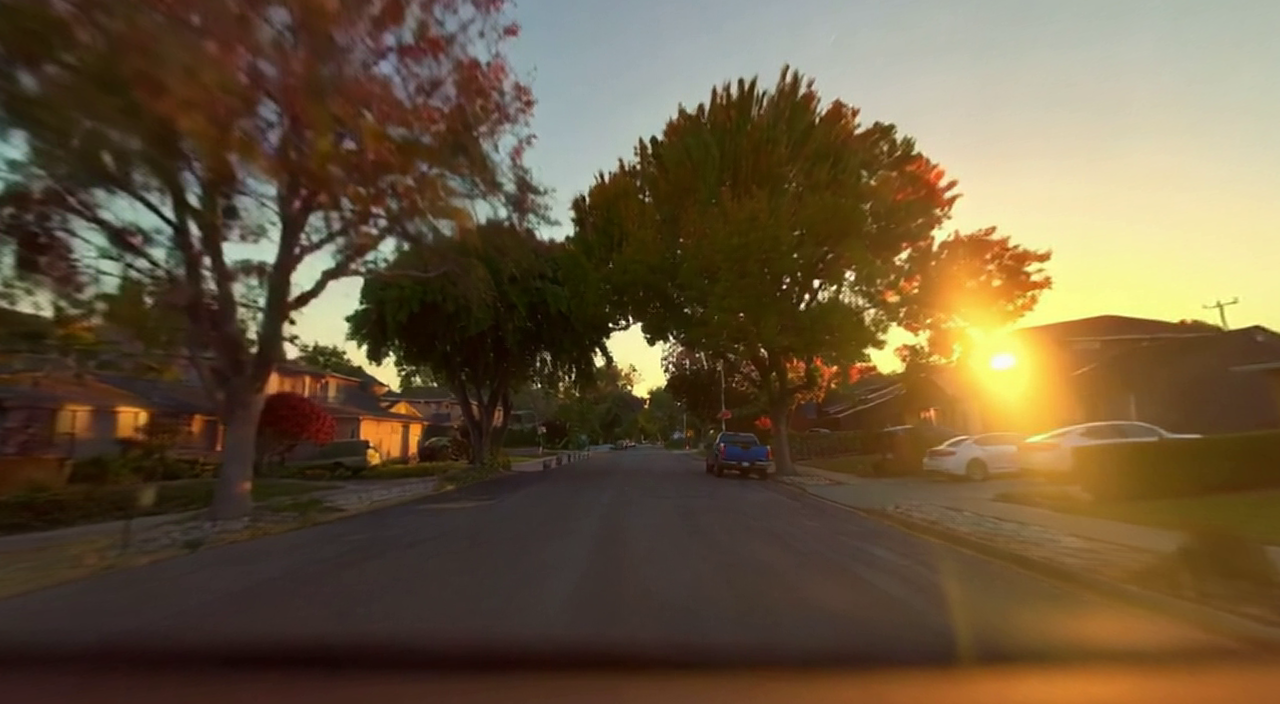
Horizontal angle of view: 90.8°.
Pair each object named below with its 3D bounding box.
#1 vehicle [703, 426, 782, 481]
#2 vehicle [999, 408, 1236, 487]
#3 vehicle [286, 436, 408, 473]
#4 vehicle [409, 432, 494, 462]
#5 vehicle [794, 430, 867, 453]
[{"bbox_3d":[4.009,4.100,25.910,2.313,1.962,6.029,0,-8,1],"label":"vehicle"},{"bbox_3d":[11.677,2.363,15.765,4.069,1.680,2.156,-2,-7,3],"label":"vehicle"},{"bbox_3d":[-12.448,4.352,27.036,4.225,1.498,1.917,0,-8,2],"label":"vehicle"},{"bbox_3d":[-12.095,6.118,40.740,4.807,1.846,2.024,0,-8,4],"label":"vehicle"},{"bbox_3d":[13.114,6.186,43.688,4.486,1.579,1.880,-1,-8,4],"label":"vehicle"}]
